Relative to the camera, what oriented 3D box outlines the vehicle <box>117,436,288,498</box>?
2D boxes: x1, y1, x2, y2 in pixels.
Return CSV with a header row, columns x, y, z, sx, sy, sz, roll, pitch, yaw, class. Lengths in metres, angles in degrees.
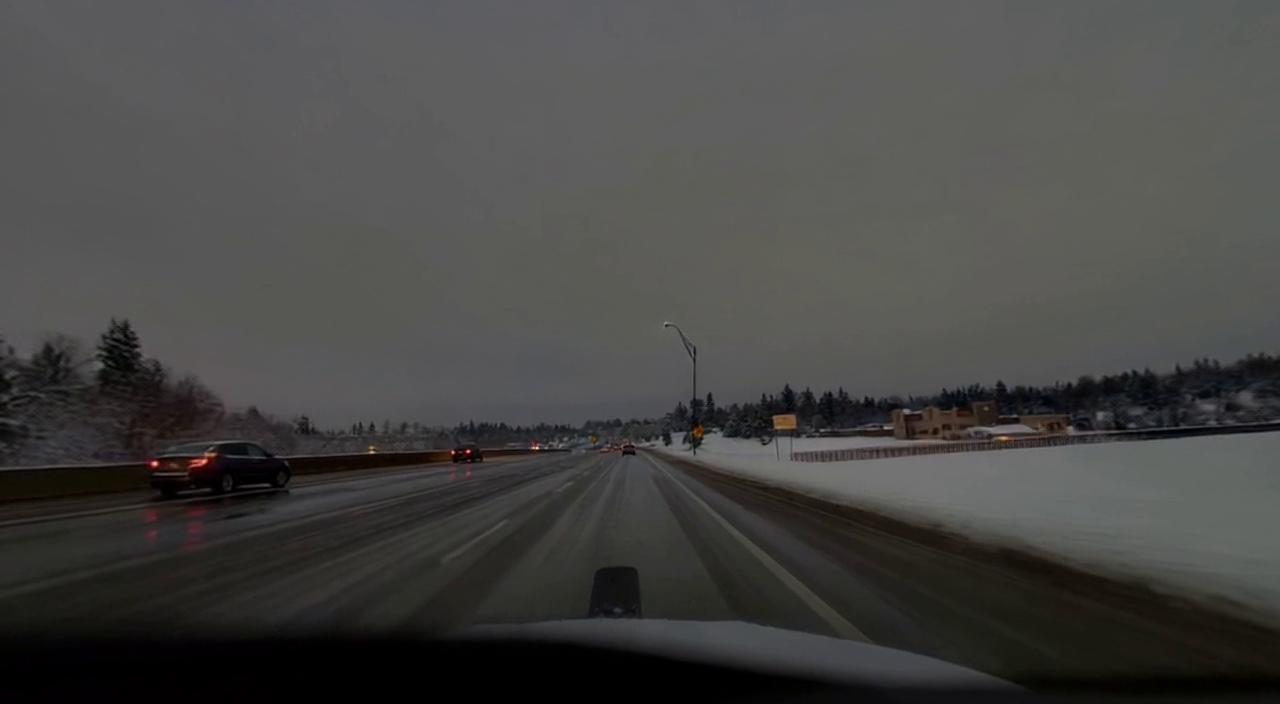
x,y,z,sx,sy,sz,roll,pitch,yaw,class
-14.382,3.789,21.269,2.049,1.792,5.177,0,-9,0,vehicle
